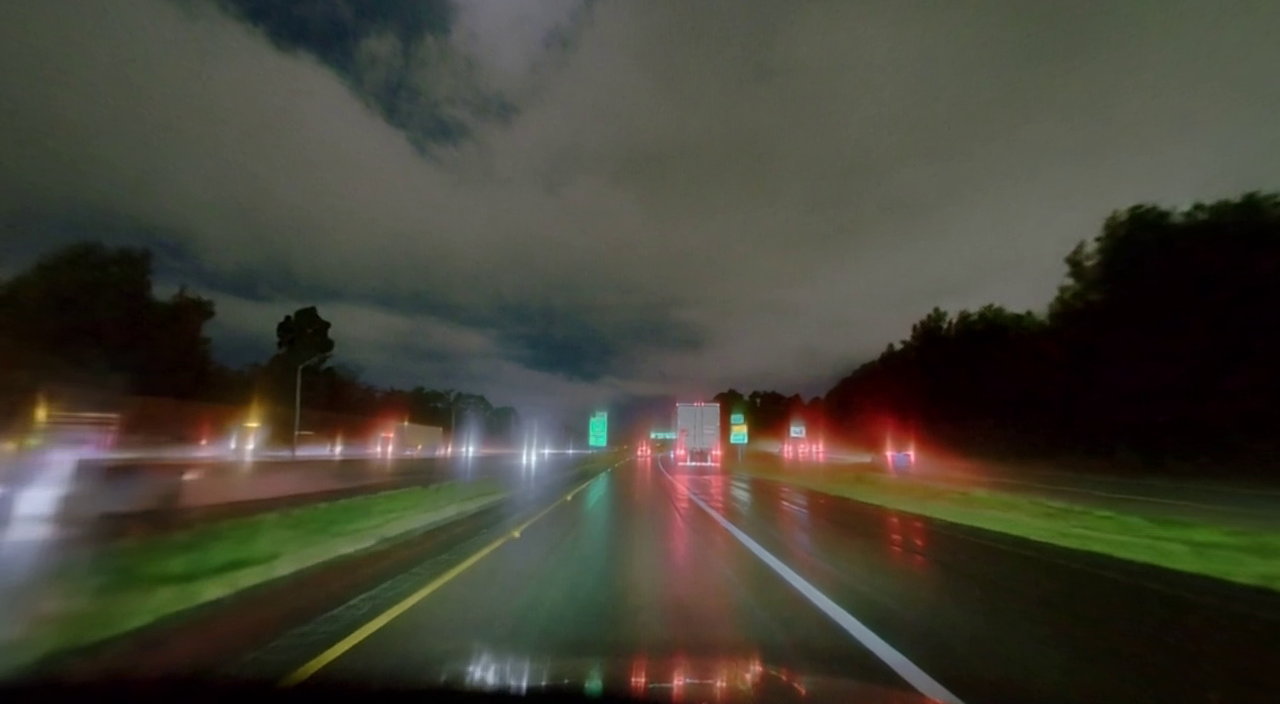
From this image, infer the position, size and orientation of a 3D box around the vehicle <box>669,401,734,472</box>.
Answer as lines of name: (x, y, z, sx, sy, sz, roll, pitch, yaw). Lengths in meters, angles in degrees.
vehicle: (3.899, 5.972, 43.606, 3.185, 4.154, 12.638, 0, -9, 0)

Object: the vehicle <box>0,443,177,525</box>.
vehicle: (-13.375, 2.906, 14.419, 2.101, 1.571, 4.375, 0, -9, 0)

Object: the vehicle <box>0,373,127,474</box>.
vehicle: (-26.309, 2.976, 25.534, 2.933, 3.877, 9.896, 0, -9, -3)

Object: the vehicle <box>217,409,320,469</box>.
vehicle: (-26.604, 6.355, 45.528, 3.120, 3.923, 6.859, 0, -9, 0)
